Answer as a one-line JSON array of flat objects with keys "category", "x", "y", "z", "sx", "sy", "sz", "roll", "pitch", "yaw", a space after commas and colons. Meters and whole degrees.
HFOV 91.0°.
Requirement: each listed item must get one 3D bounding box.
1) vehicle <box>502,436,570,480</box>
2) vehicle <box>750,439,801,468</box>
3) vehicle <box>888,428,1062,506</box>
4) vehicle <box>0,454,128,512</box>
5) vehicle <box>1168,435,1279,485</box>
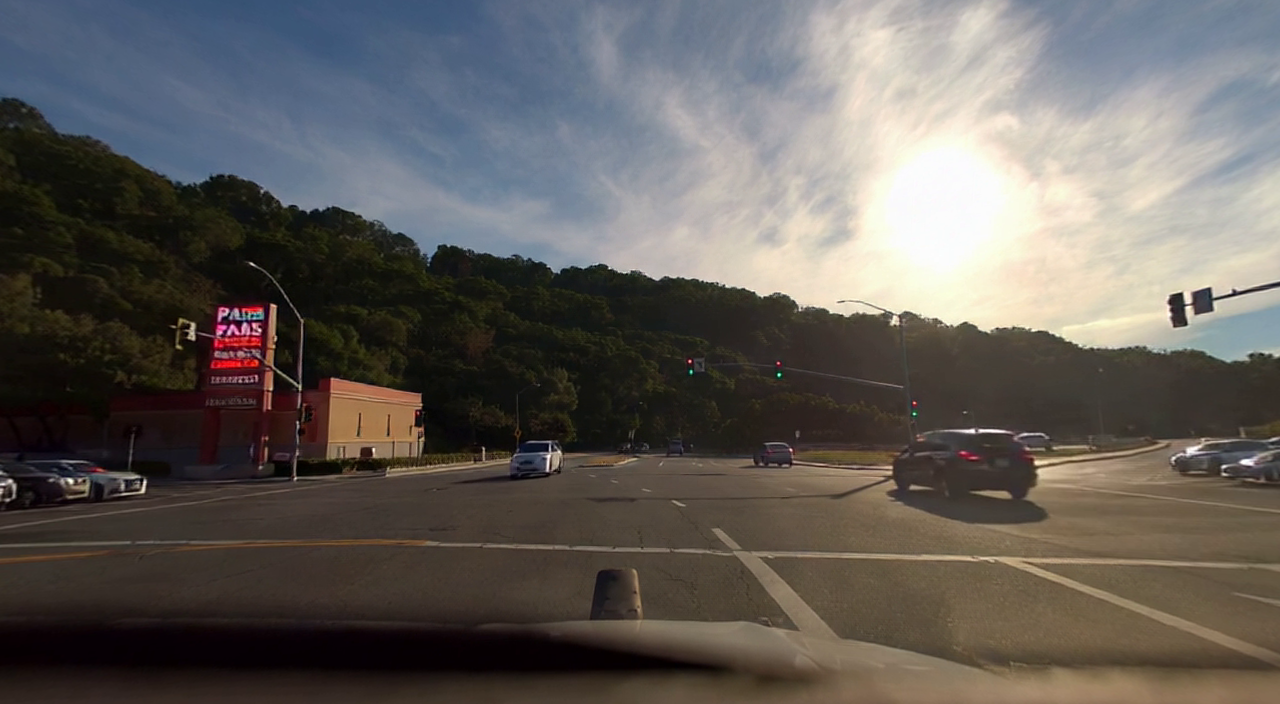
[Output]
[{"category": "vehicle", "x": -4.711, "y": 4.890, "z": 29.272, "sx": 2.238, "sy": 1.883, "sz": 4.503, "roll": 0, "pitch": -9, "yaw": 2}, {"category": "vehicle", "x": 9.147, "y": 6.898, "z": 42.866, "sx": 2.273, "sy": 1.839, "sz": 4.218, "roll": 1, "pitch": -9, "yaw": -4}, {"category": "vehicle", "x": 9.273, "y": 3.222, "z": 18.096, "sx": 2.114, "sy": 1.898, "sz": 4.996, "roll": 0, "pitch": -9, "yaw": -2}, {"category": "vehicle", "x": -19.790, "y": 4.210, "z": 20.476, "sx": 4.440, "sy": 1.748, "sz": 2.033, "roll": 0, "pitch": -8, "yaw": 1}, {"category": "vehicle", "x": 25.029, "y": 4.457, "z": 26.064, "sx": 4.546, "sy": 1.944, "sz": 2.051, "roll": 1, "pitch": -9, "yaw": -5}]
